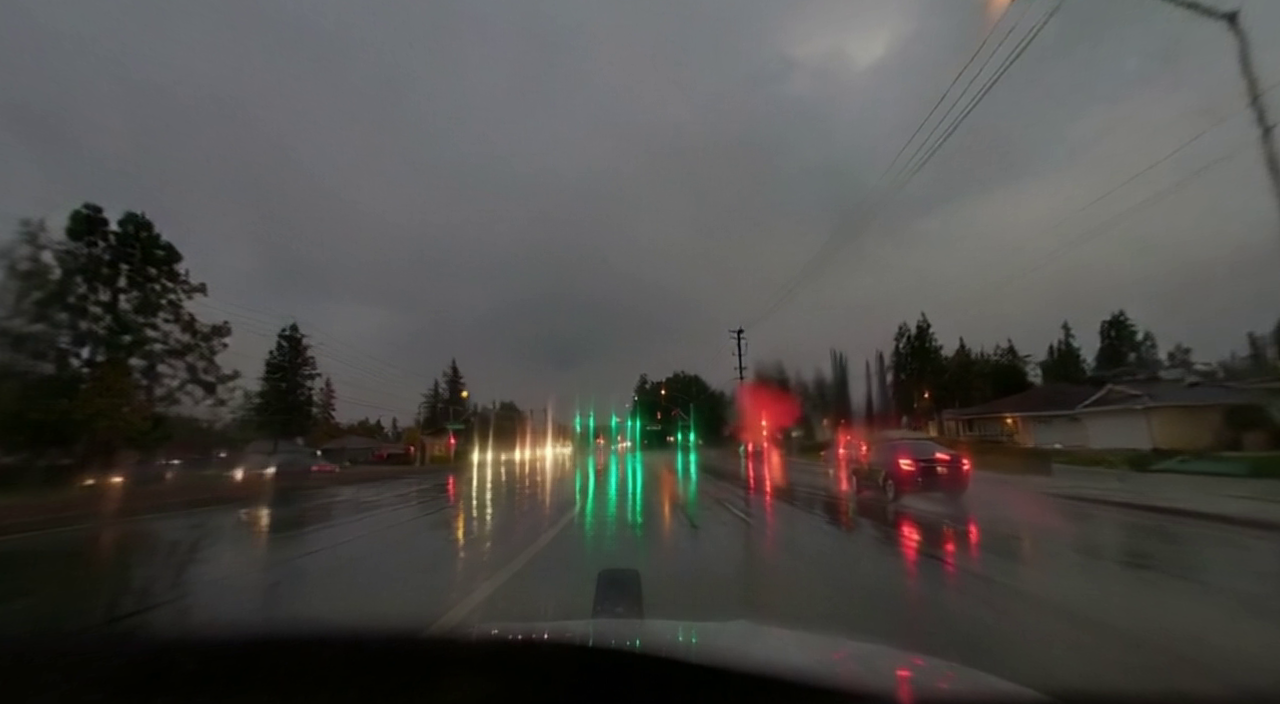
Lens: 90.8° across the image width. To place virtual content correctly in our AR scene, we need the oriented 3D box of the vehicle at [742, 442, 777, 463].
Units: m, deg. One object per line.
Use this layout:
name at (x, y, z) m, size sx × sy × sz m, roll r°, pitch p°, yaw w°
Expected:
vehicle at (9.367, 7.876, 49.769) m, size 1.979 × 1.581 × 4.271 m, roll 0°, pitch -8°, yaw 1°

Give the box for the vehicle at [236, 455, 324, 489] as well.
vehicle at (-17.402, 5.768, 30.782) m, size 1.886 × 1.446 × 4.265 m, roll 0°, pitch -8°, yaw -2°

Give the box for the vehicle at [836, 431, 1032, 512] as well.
vehicle at (6.380, 2.644, 14.497) m, size 2.113 × 1.520 × 4.650 m, roll 0°, pitch -8°, yaw -2°

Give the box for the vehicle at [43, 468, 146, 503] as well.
vehicle at (-27.988, 6.823, 32.637) m, size 1.781 × 1.475 × 4.335 m, roll 1°, pitch -9°, yaw -6°
